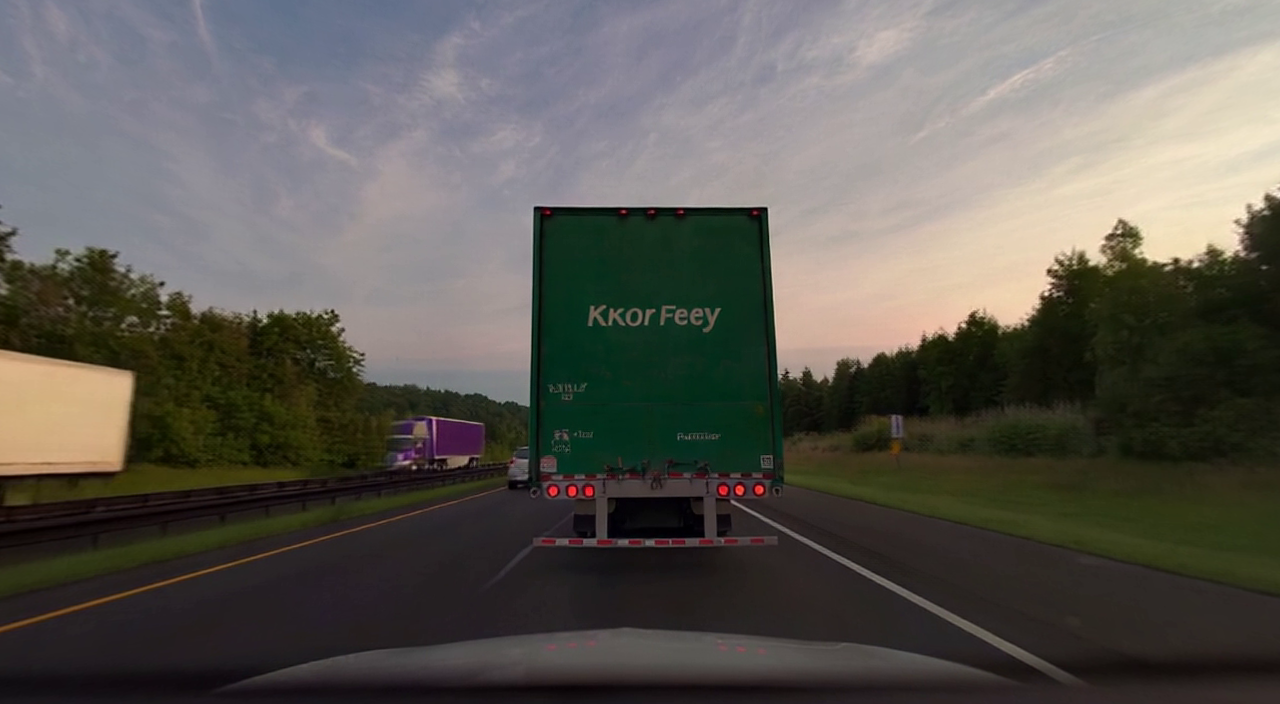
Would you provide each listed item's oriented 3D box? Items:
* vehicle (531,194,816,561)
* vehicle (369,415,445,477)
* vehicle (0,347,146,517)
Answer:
[{"bbox_3d":[0.440,1.330,14.598,3.230,4.377,14.405,0,-9,0],"label":"vehicle"},{"bbox_3d":[-16.105,6.581,44.002,2.992,3.946,5.787,0,-9,0],"label":"vehicle"},{"bbox_3d":[-16.821,1.438,12.075,2.847,4.009,14.414,0,-9,1],"label":"vehicle"}]
